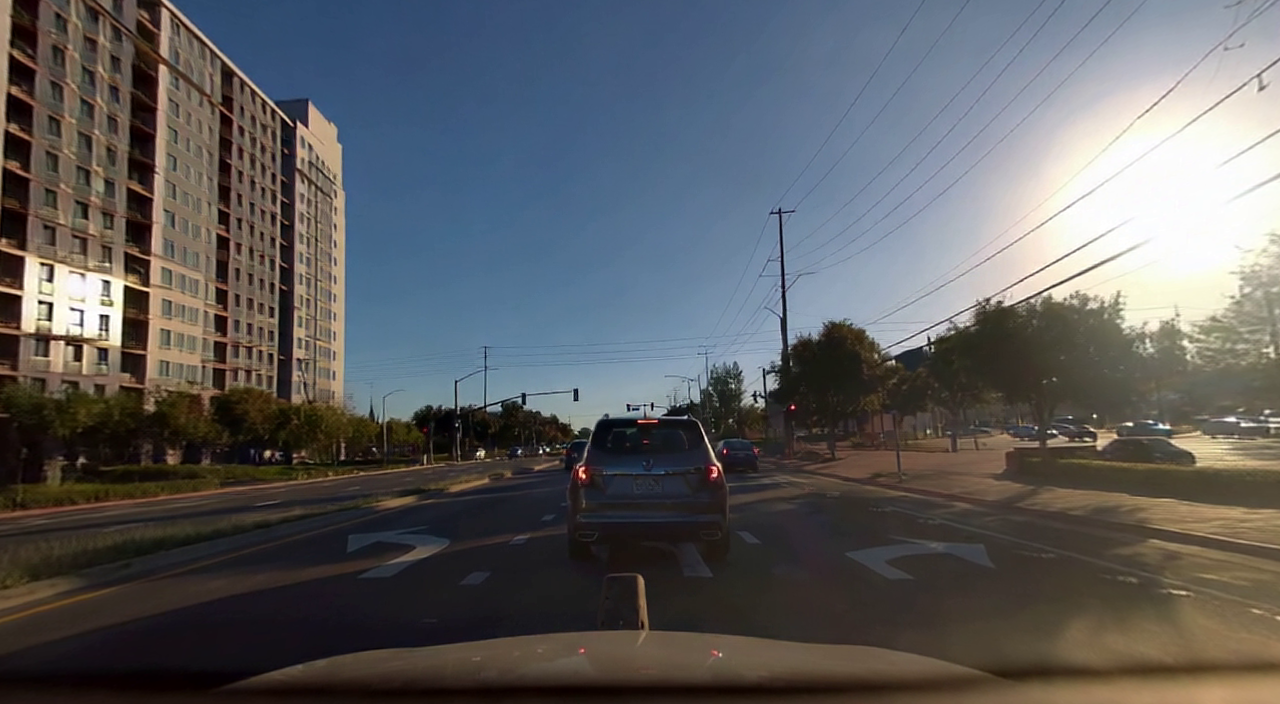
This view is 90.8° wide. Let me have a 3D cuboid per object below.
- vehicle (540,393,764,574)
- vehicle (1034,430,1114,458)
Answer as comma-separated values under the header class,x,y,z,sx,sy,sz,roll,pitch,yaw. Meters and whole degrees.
class,x,y,z,sx,sy,sz,roll,pitch,yaw
vehicle,0.117,1.614,8.446,2.189,1.776,4.342,0,-9,0
vehicle,33.922,7.241,49.682,2.400,2.035,6.402,-1,-9,7
